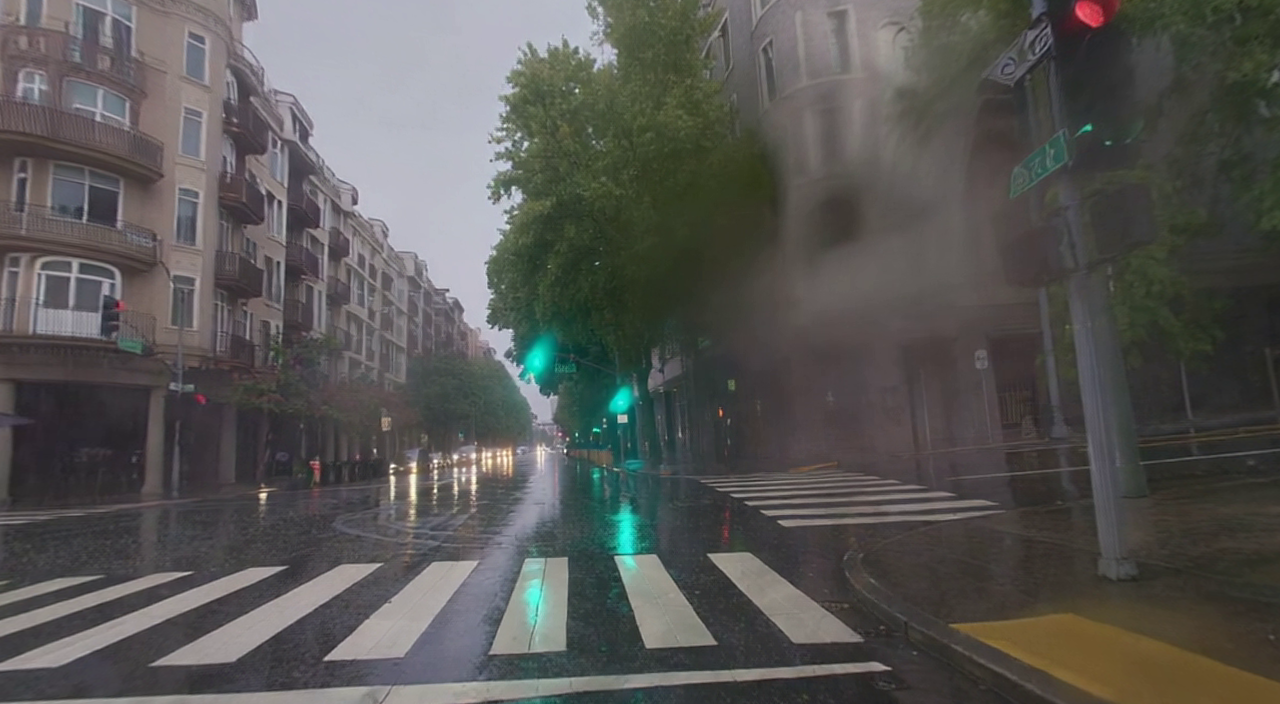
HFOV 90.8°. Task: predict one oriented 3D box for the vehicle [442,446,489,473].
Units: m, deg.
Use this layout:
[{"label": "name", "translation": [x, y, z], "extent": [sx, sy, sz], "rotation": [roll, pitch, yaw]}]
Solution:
[{"label": "vehicle", "translation": [-10.452, 6.468, 38.153], "extent": [2.196, 1.503, 4.371], "rotation": [1, -8, -8]}]
